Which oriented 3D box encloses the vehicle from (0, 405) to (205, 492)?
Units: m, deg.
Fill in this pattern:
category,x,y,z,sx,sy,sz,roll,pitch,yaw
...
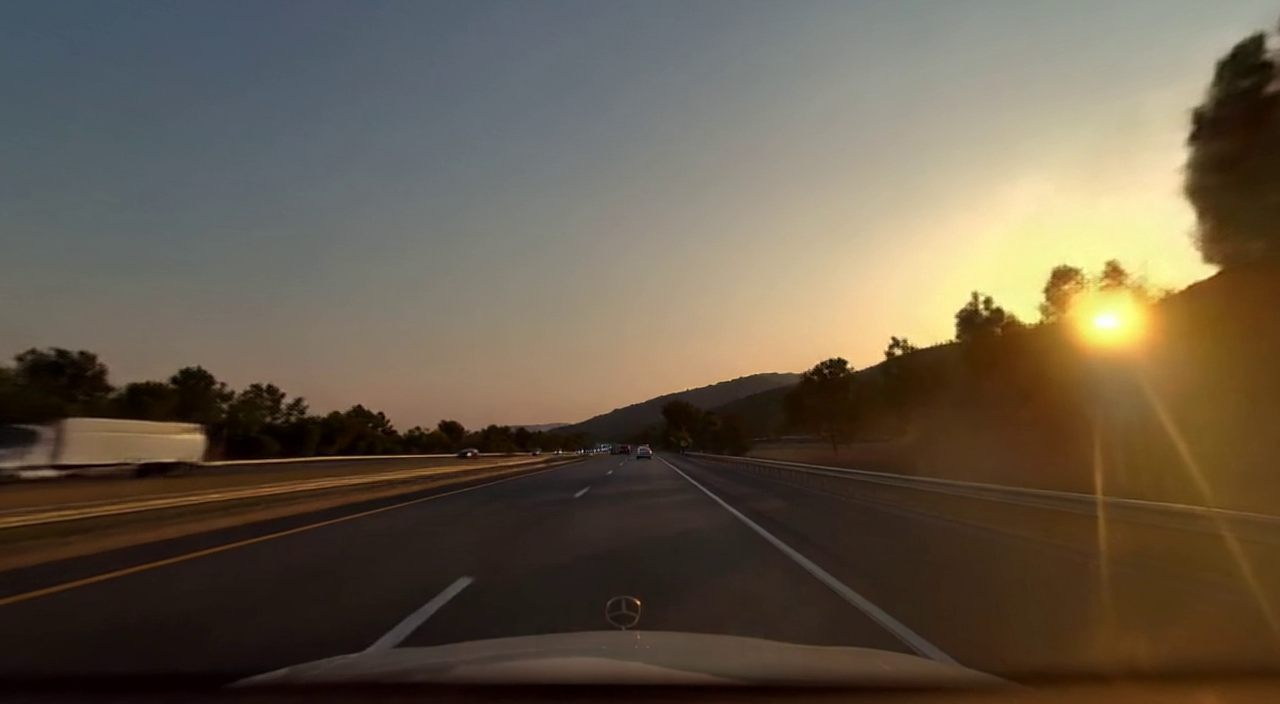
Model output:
category,x,y,z,sx,sy,sz,roll,pitch,yaw
vehicle,-32.730,5.644,36.706,2.970,4.217,16.310,0,-9,0
